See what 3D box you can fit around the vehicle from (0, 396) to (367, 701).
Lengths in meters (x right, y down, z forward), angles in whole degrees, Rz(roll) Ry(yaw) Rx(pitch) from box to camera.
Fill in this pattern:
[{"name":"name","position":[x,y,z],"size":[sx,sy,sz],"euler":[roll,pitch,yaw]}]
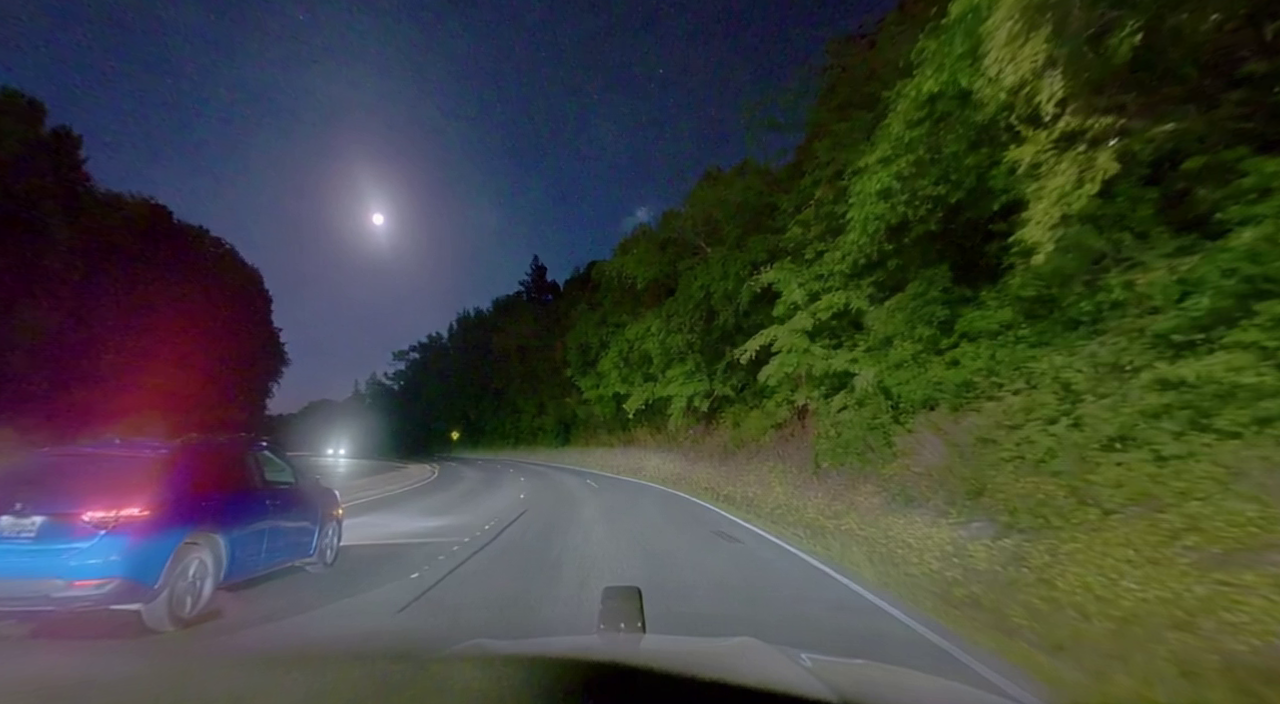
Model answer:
[{"name":"vehicle","position":[-4.149,1.348,5.349],"size":[2.078,1.607,3.959],"euler":[0,-9,-4]}]
